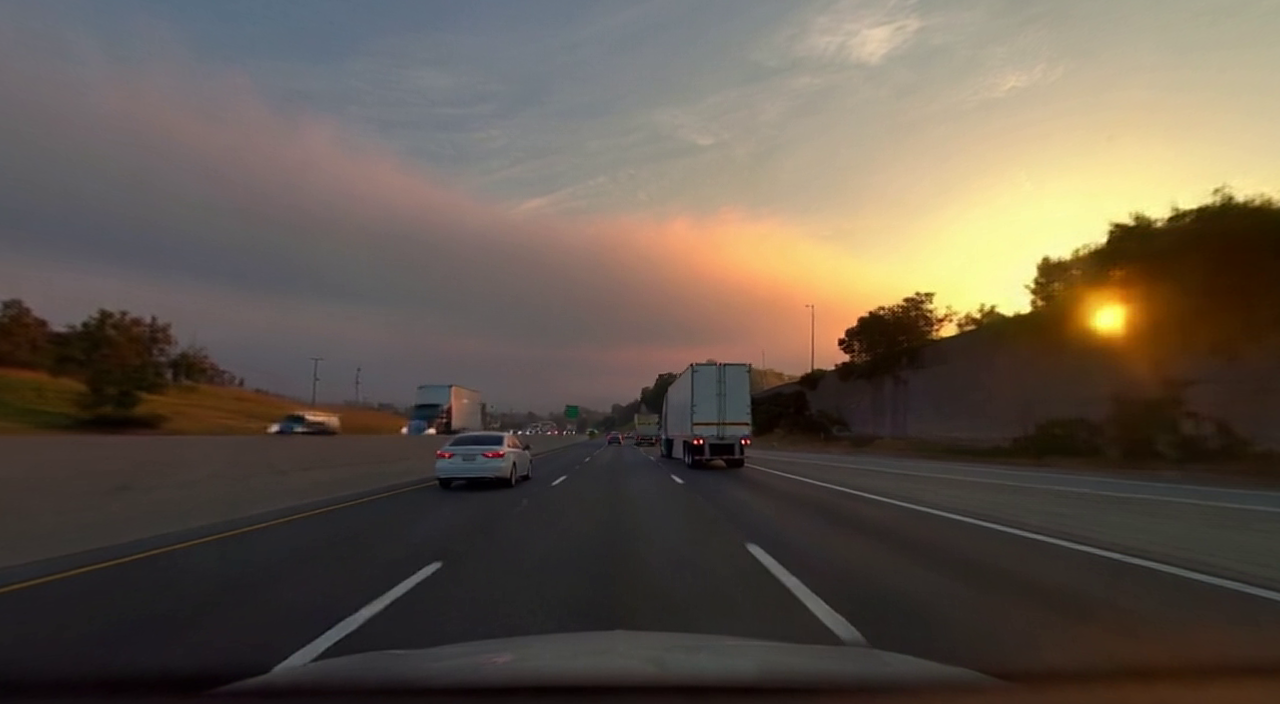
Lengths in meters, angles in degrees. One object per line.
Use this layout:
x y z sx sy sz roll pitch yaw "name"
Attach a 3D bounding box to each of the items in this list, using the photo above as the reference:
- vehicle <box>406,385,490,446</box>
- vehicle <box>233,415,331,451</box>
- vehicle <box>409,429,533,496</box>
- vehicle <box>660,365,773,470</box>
-12.894 4.543 43.468 2.938 3.692 9.880 0 -8 -2 "vehicle"
-16.170 3.718 28.774 1.921 1.482 4.487 0 -8 -1 "vehicle"
-4.065 2.715 16.001 1.971 1.444 4.401 0 -8 -1 "vehicle"
3.197 3.466 31.628 3.241 4.042 14.292 0 -8 -3 "vehicle"
